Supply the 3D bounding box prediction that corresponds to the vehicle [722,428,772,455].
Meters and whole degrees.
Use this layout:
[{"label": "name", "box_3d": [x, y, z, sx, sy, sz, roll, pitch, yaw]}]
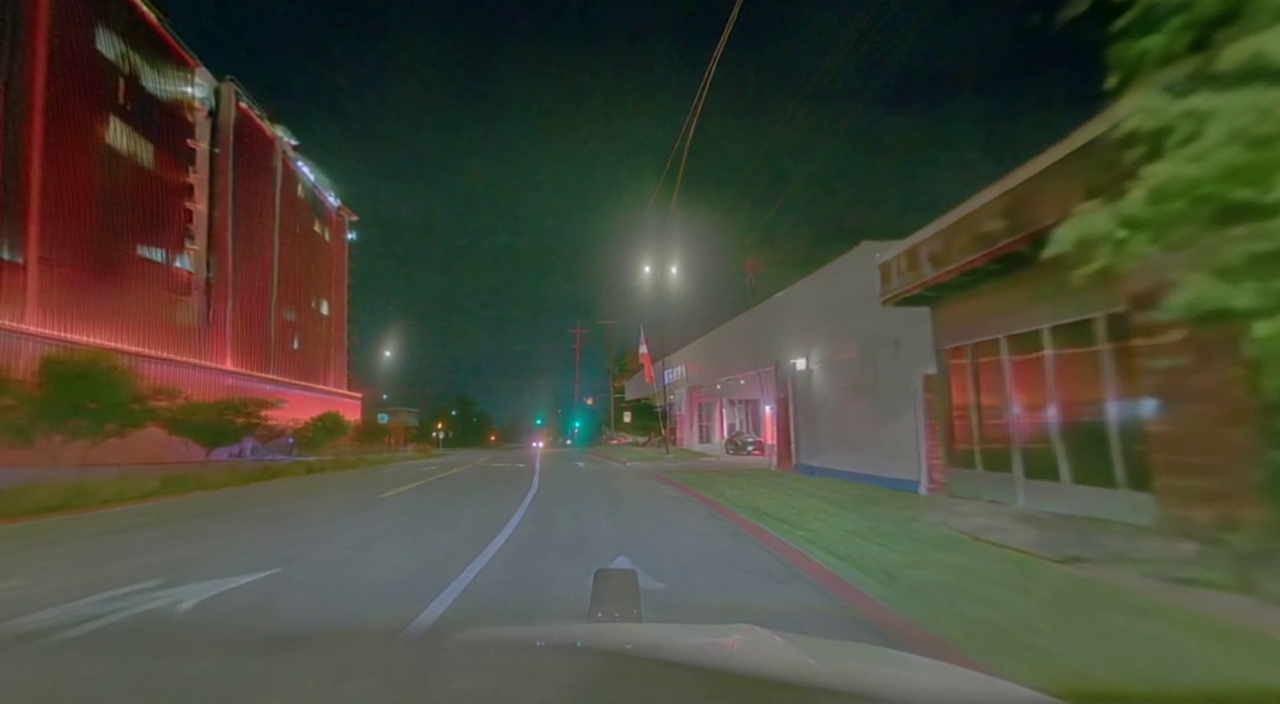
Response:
[{"label": "vehicle", "box_3d": [6.351, 5.364, 37.708, 1.769, 1.516, 3.520, 0, -9, -11]}]
